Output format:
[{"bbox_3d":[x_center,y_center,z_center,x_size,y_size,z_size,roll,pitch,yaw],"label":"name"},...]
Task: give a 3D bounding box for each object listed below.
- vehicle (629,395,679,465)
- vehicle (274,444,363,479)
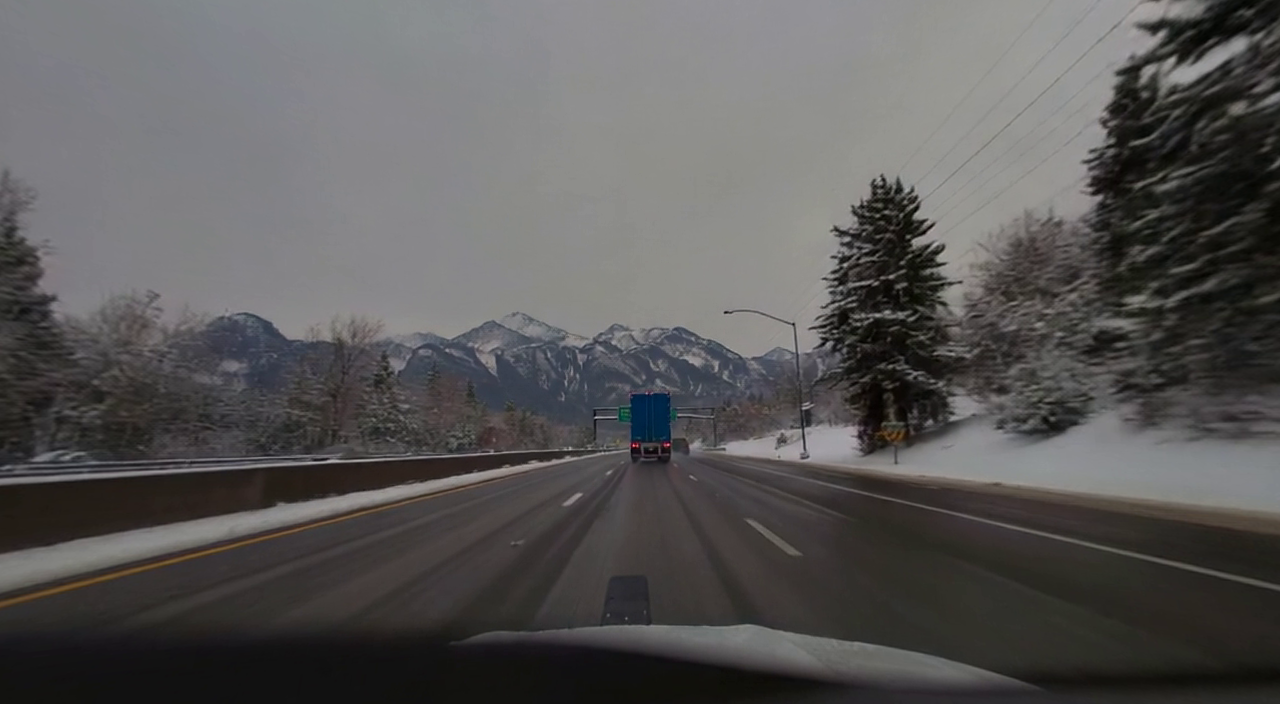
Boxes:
[{"bbox_3d":[0.771,5.454,42.961,2.919,4.101,11.541,0,-8,-1],"label":"vehicle"},{"bbox_3d":[-19.518,6.616,38.657,2.125,1.916,6.198,-1,-8,1],"label":"vehicle"}]
